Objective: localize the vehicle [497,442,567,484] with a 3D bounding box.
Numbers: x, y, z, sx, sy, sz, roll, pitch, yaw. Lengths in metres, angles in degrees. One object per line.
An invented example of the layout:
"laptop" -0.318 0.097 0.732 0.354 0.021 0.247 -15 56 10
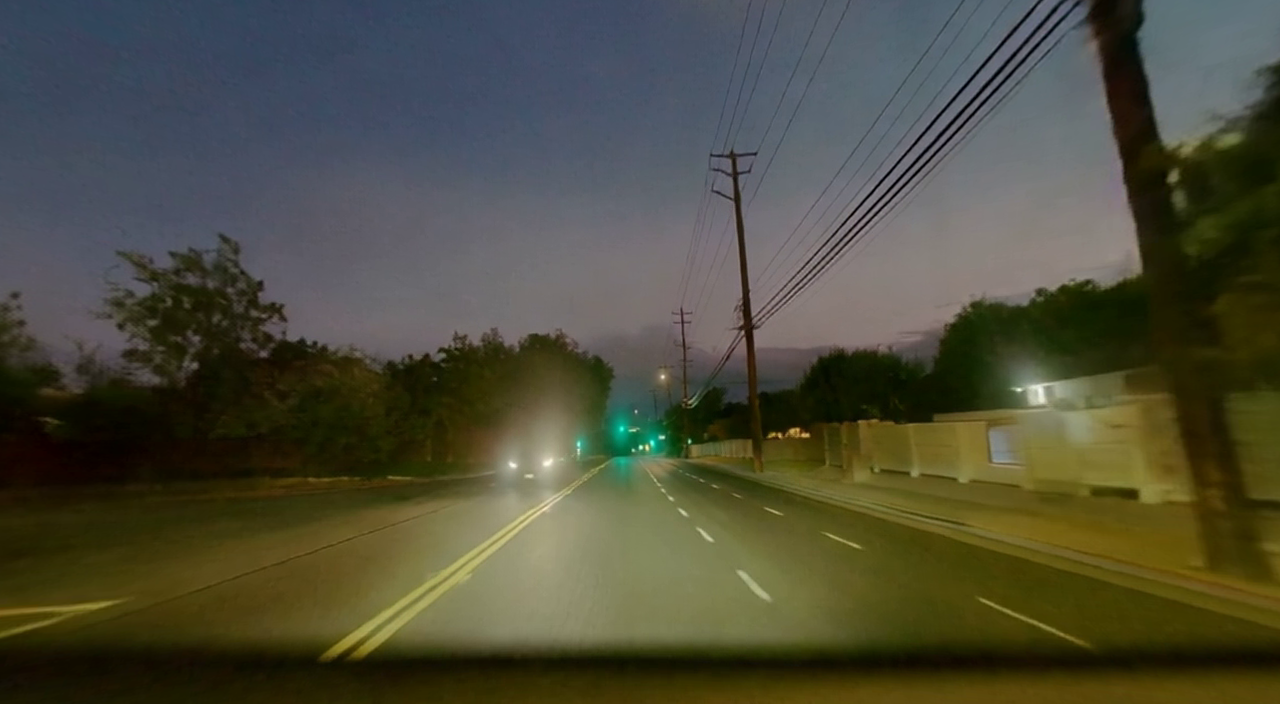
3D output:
"vehicle" -4.243 4.414 25.488 2.074 1.511 4.126 0 -8 0
